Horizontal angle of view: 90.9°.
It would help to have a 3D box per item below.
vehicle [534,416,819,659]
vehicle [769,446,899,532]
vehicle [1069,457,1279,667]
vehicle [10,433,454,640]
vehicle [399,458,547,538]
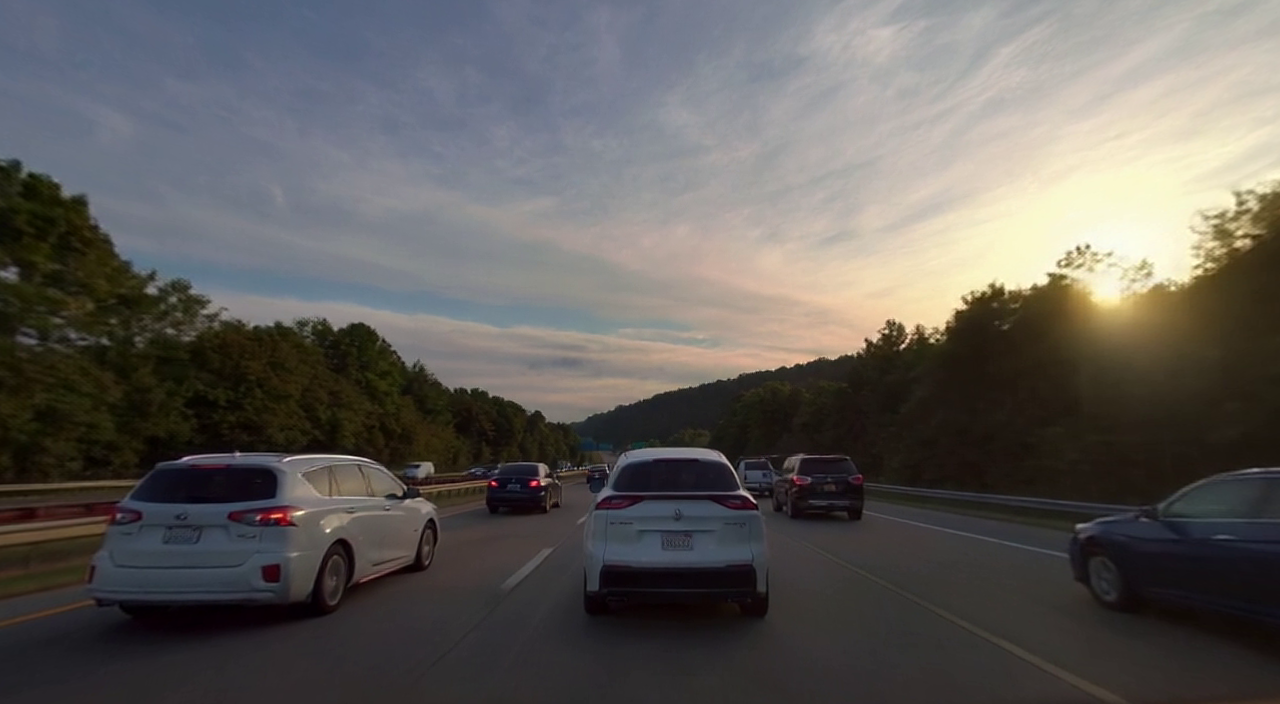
[{"bbox_3d":[0.284,1.735,6.746,2.057,1.725,4.126,1,-11,0],"label":"vehicle"},{"bbox_3d":[4.773,3.461,16.268,1.984,1.876,4.287,1,-11,0],"label":"vehicle"},{"bbox_3d":[5.421,1.453,4.281,1.919,1.437,4.436,1,-11,1],"label":"vehicle"},{"bbox_3d":[-3.803,1.822,7.073,1.994,1.556,4.263,0,-11,2],"label":"vehicle"},{"bbox_3d":[-3.556,3.236,14.447,1.960,1.502,4.593,0,-11,2],"label":"vehicle"}]
